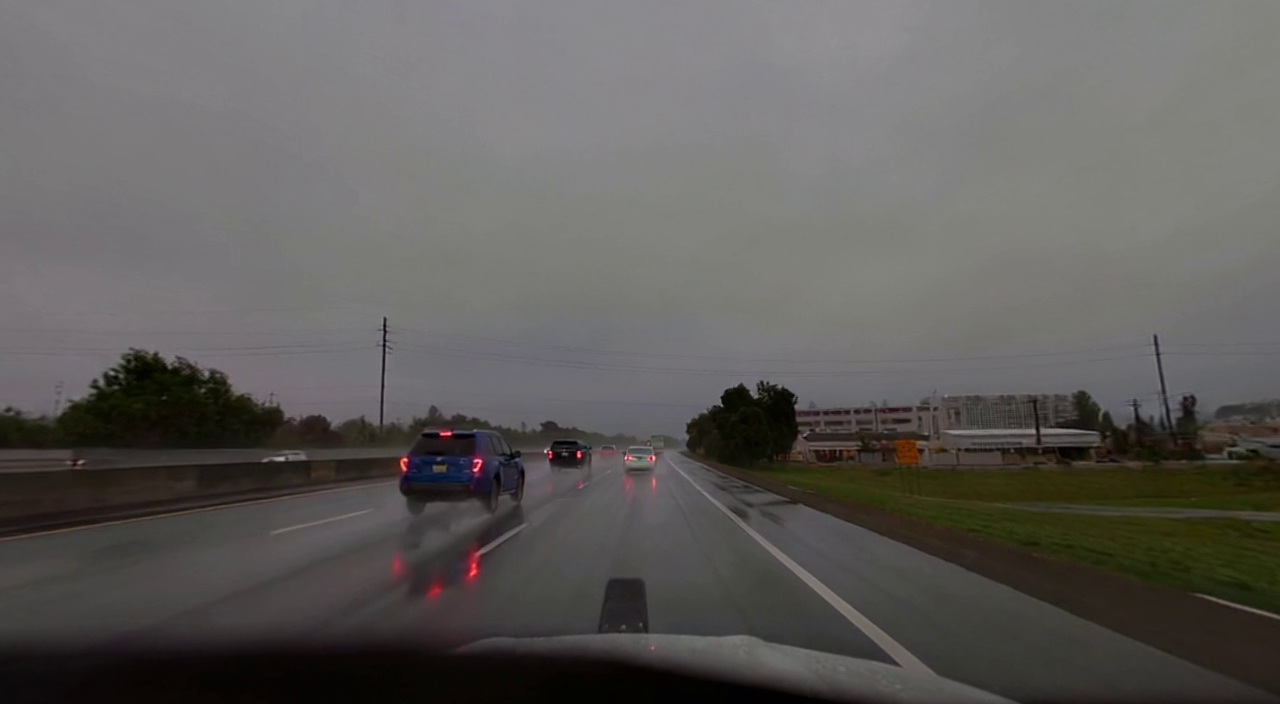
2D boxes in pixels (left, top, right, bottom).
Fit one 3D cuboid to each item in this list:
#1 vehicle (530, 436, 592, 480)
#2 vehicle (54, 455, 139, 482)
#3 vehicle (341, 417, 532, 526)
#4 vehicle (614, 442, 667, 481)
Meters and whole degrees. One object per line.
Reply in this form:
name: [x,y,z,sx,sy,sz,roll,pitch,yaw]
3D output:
vehicle: [-3.472,4.751,28.612,2.133,1.789,4.518,-1,-8,1]
vehicle: [-39.286,8.414,45.758,1.918,1.723,4.762,0,-8,0]
vehicle: [-3.956,2.439,13.529,2.198,1.848,5.346,-1,-8,1]
vehicle: [-0.002,4.559,26.552,2.047,1.473,3.978,0,-8,-1]
